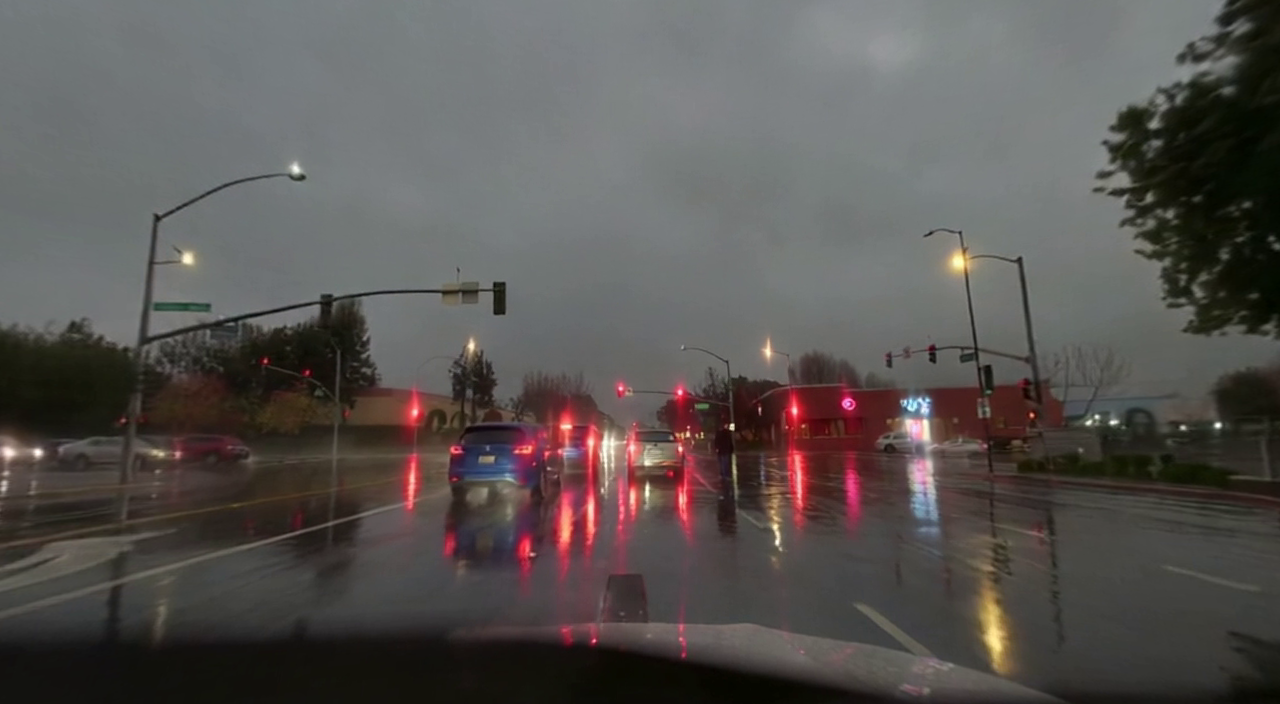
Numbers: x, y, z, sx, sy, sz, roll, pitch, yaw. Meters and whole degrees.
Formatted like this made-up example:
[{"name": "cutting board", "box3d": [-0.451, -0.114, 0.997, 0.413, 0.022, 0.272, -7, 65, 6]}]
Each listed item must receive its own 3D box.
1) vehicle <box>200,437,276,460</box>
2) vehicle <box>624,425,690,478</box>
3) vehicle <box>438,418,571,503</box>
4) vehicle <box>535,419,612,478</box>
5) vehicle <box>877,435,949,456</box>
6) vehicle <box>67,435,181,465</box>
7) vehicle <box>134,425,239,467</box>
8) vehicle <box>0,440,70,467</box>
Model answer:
[{"name": "vehicle", "box3d": [-30.848, 7.396, 48.268, 4.406, 1.682, 2.040, 0, -8, 1]}, {"name": "vehicle", "box3d": [0.560, 3.635, 23.190, 2.204, 1.738, 4.690, 0, -8, 0]}, {"name": "vehicle", "box3d": [-2.999, 2.523, 15.003, 2.006, 1.707, 4.448, 0, -8, 3]}, {"name": "vehicle", "box3d": [-2.272, 3.501, 22.904, 2.220, 1.926, 4.870, 0, -8, 1]}, {"name": "vehicle", "box3d": [20.664, 7.096, 47.645, 4.624, 1.601, 1.871, 0, -8, -1]}, {"name": "vehicle", "box3d": [-30.920, 5.887, 37.742, 4.956, 1.737, 2.135, 0, -8, 2]}, {"name": "vehicle", "box3d": [-32.479, 6.688, 45.054, 5.884, 2.243, 2.287, -6, -5, 1]}, {"name": "vehicle", "box3d": [-37.602, 6.136, 38.121, 4.170, 1.551, 1.816, 0, -8, 3]}]
